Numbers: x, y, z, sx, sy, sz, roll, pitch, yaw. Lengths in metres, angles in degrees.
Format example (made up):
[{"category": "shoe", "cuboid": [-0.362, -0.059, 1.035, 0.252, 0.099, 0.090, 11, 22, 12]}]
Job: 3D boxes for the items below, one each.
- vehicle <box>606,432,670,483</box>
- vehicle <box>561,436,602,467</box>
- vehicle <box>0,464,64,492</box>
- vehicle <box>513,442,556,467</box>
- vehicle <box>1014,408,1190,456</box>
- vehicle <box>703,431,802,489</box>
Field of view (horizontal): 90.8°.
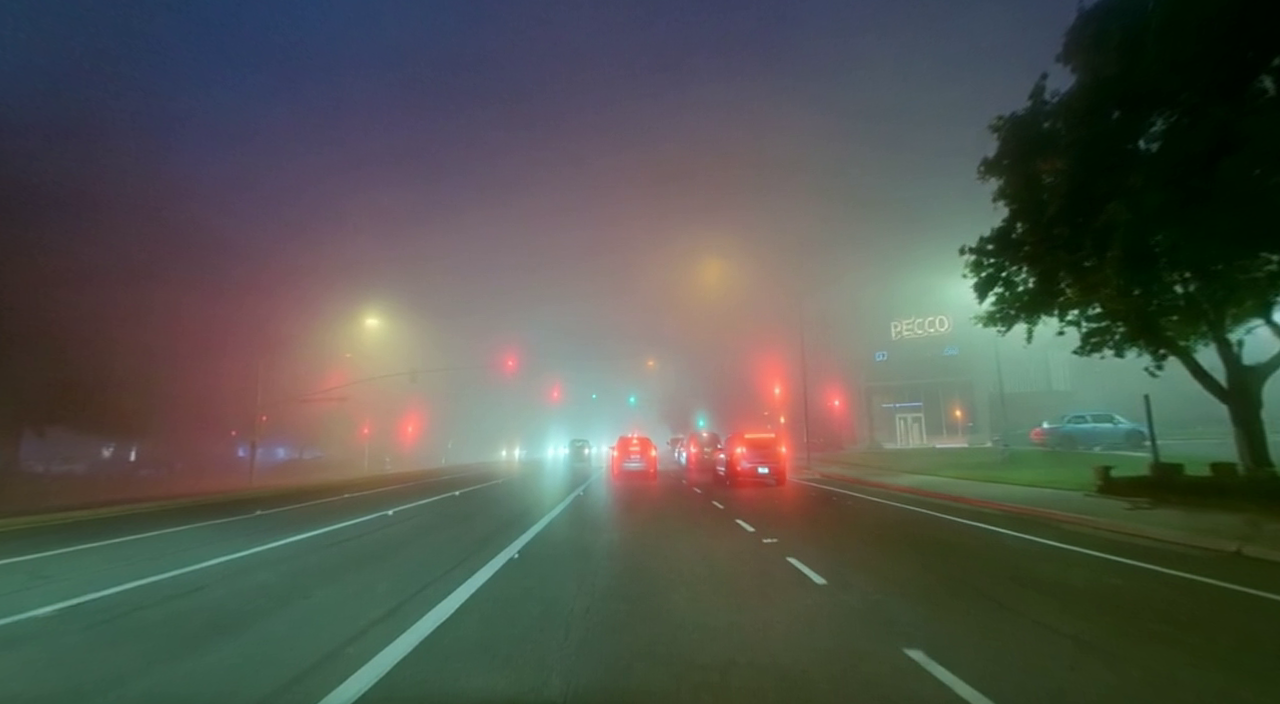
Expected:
[{"category": "vehicle", "cuboid": [-0.150, 3.877, 23.405, 2.146, 1.685, 4.003, 0, -9, -2]}, {"category": "vehicle", "cuboid": [-3.627, 6.246, 39.804, 2.106, 1.778, 4.444, 0, -9, 0]}, {"category": "vehicle", "cuboid": [-34.904, 6.989, 34.963, 4.030, 1.435, 1.767, 4, -10, -27]}, {"category": "vehicle", "cuboid": [-6.689, 6.543, 40.471, 1.954, 1.473, 4.350, 0, -9, 1]}, {"category": "vehicle", "cuboid": [15.497, 2.733, 21.415, 4.344, 1.512, 1.936, -1, -9, 4]}, {"category": "vehicle", "cuboid": [3.526, 3.493, 20.729, 2.198, 1.660, 4.512, 0, -9, -3]}]
